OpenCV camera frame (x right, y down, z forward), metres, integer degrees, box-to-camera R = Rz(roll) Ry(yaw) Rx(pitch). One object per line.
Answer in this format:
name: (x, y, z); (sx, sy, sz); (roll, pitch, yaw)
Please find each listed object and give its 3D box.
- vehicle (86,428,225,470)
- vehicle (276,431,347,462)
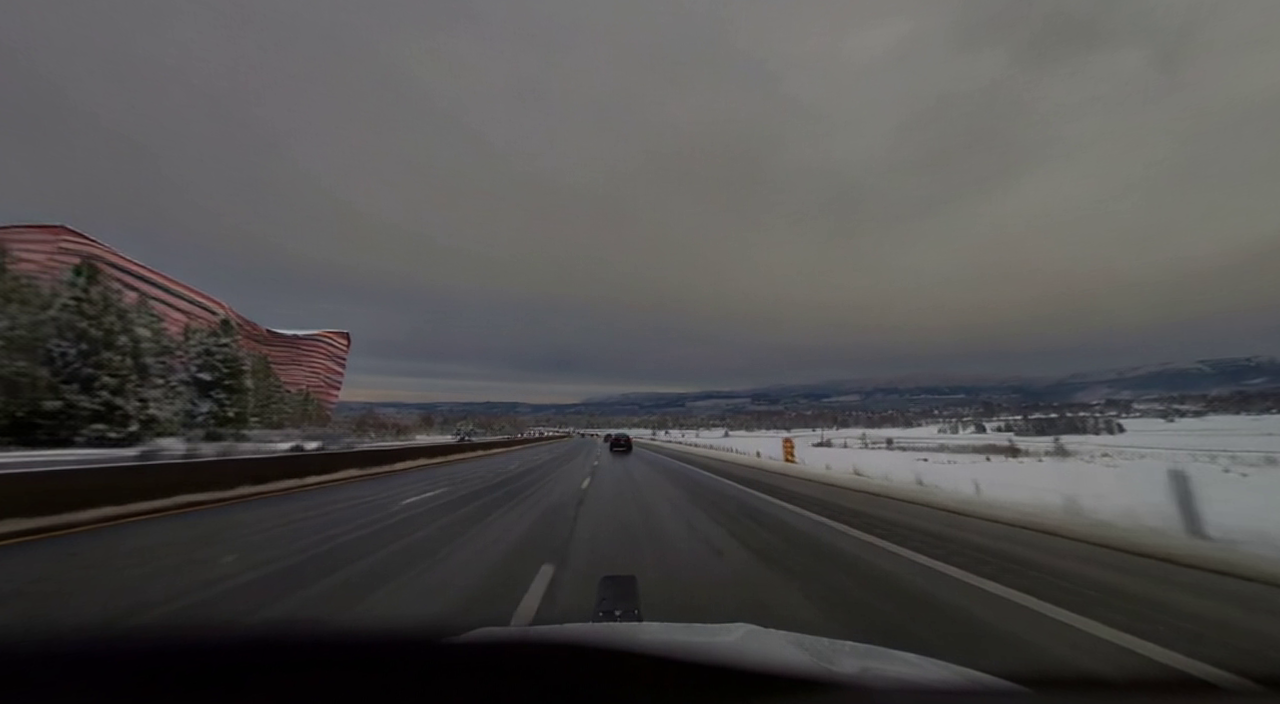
vehicle: (-19.463, 3.922, 25.613); (1.957, 1.528, 4.828); (0, -8, -2)
vehicle: (-16.406, 4.737, 31.571); (1.689, 1.459, 3.650); (0, -8, -2)
